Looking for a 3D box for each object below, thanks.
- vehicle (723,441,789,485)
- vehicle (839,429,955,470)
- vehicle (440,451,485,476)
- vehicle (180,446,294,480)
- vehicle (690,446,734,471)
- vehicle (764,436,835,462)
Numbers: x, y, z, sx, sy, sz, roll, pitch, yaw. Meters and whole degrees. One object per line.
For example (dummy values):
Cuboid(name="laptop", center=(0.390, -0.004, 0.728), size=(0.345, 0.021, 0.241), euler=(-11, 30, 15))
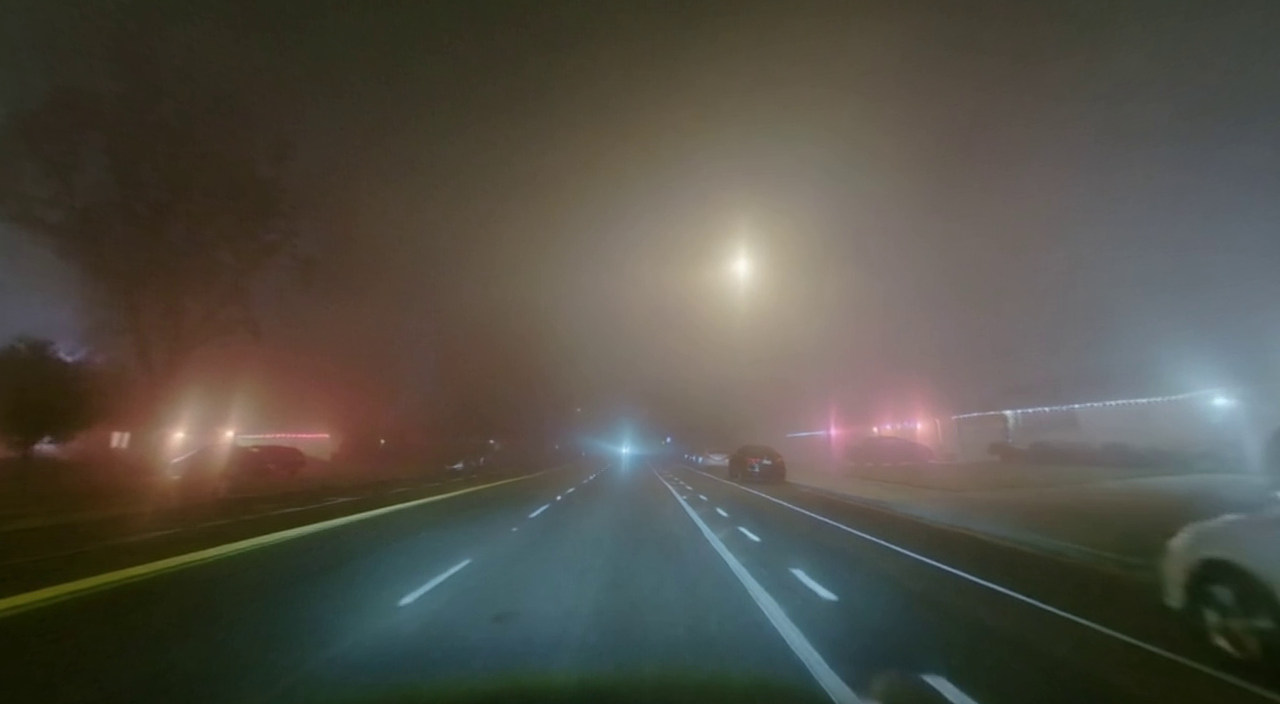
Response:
Cuboid(name="vehicle", center=(4.704, 4.608, 26.305), size=(1.934, 1.546, 5.009), euler=(3, -10, 2))
Cuboid(name="vehicle", center=(12.676, 4.868, 31.440), size=(4.850, 1.610, 1.980), euler=(-4, -9, 3))
Cuboid(name="vehicle", center=(-12.787, 8.054, 45.822), size=(1.925, 1.498, 4.850), euler=(-5, -8, -1))
Cuboid(name="vehicle", center=(-21.008, 5.781, 33.049), size=(4.534, 1.536, 1.952), euler=(2, -8, 0))
Cuboid(name="vehicle", center=(4.559, 6.861, 40.870), size=(2.035, 1.498, 4.910), euler=(0, -9, -3))
Cuboid(name="vehicle", center=(12.391, 7.554, 49.305), size=(4.825, 1.675, 2.184), euler=(-3, -7, -2))
